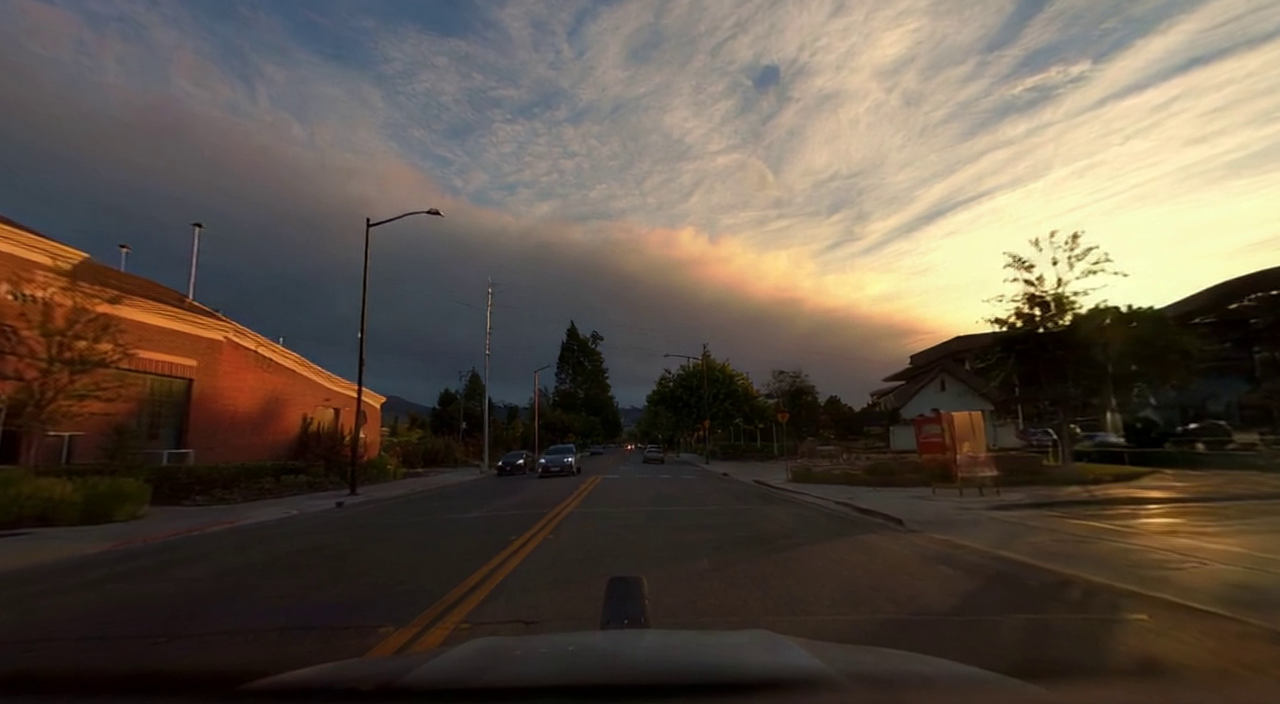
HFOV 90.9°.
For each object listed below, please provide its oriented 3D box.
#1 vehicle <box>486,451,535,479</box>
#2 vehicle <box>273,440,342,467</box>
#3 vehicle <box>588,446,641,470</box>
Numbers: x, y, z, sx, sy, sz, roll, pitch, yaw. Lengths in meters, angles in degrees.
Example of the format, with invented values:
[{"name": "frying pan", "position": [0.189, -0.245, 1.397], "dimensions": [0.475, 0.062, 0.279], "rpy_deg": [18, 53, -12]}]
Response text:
[{"name": "vehicle", "position": [-7.333, 6.410, 36.081], "dimensions": [1.930, 1.463, 4.195], "rpy_deg": [0, -9, 0]}, {"name": "vehicle", "position": [-21.451, 6.555, 40.896], "dimensions": [1.906, 1.596, 4.599], "rpy_deg": [0, -9, 1]}, {"name": "vehicle", "position": [-1.912, 7.653, 45.879], "dimensions": [2.154, 1.641, 4.254], "rpy_deg": [5, -10, -29]}]
